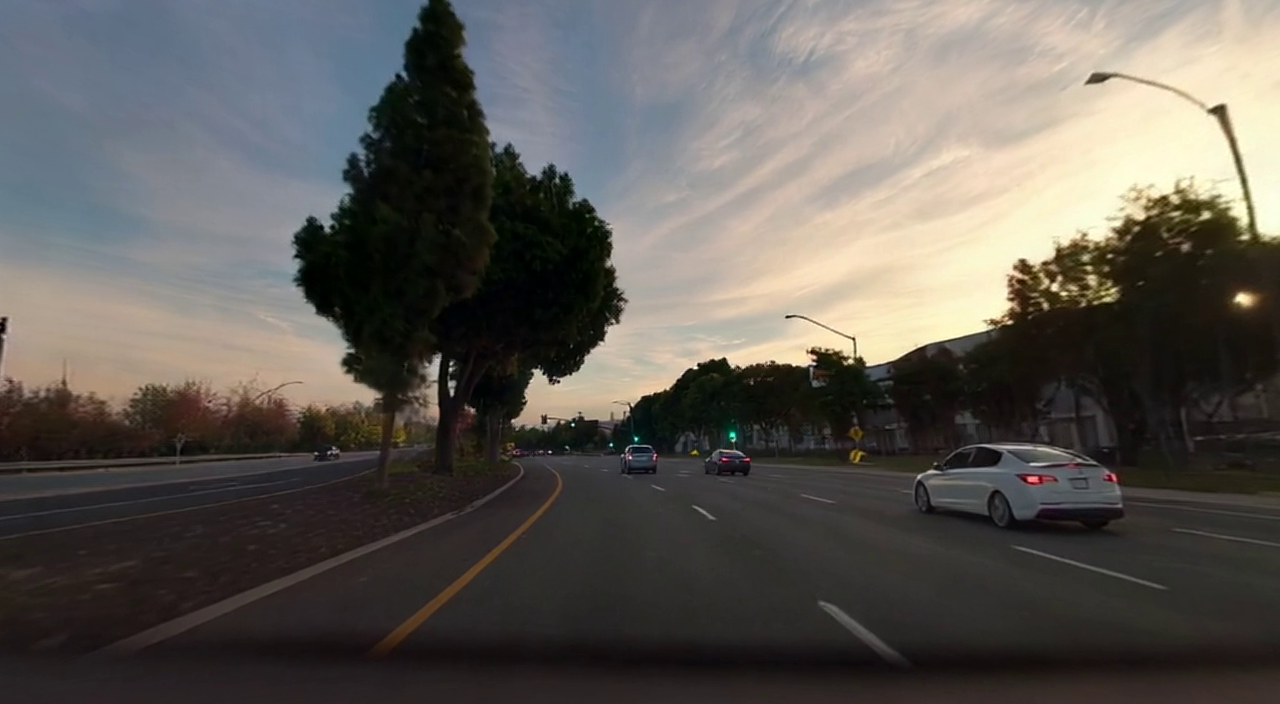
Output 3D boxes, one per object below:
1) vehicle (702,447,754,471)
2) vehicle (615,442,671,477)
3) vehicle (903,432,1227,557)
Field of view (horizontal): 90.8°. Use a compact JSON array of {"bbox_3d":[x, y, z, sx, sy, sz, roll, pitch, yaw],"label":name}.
[{"bbox_3d":[5.712,7.011,41.685,1.940,1.460,4.652,1,-9,-11],"label":"vehicle"},{"bbox_3d":[0.062,5.562,32.966,2.122,1.646,4.525,1,-9,-10],"label":"vehicle"},{"bbox_3d":[6.068,2.044,9.865,1.882,1.476,4.344,0,-8,-3],"label":"vehicle"}]
